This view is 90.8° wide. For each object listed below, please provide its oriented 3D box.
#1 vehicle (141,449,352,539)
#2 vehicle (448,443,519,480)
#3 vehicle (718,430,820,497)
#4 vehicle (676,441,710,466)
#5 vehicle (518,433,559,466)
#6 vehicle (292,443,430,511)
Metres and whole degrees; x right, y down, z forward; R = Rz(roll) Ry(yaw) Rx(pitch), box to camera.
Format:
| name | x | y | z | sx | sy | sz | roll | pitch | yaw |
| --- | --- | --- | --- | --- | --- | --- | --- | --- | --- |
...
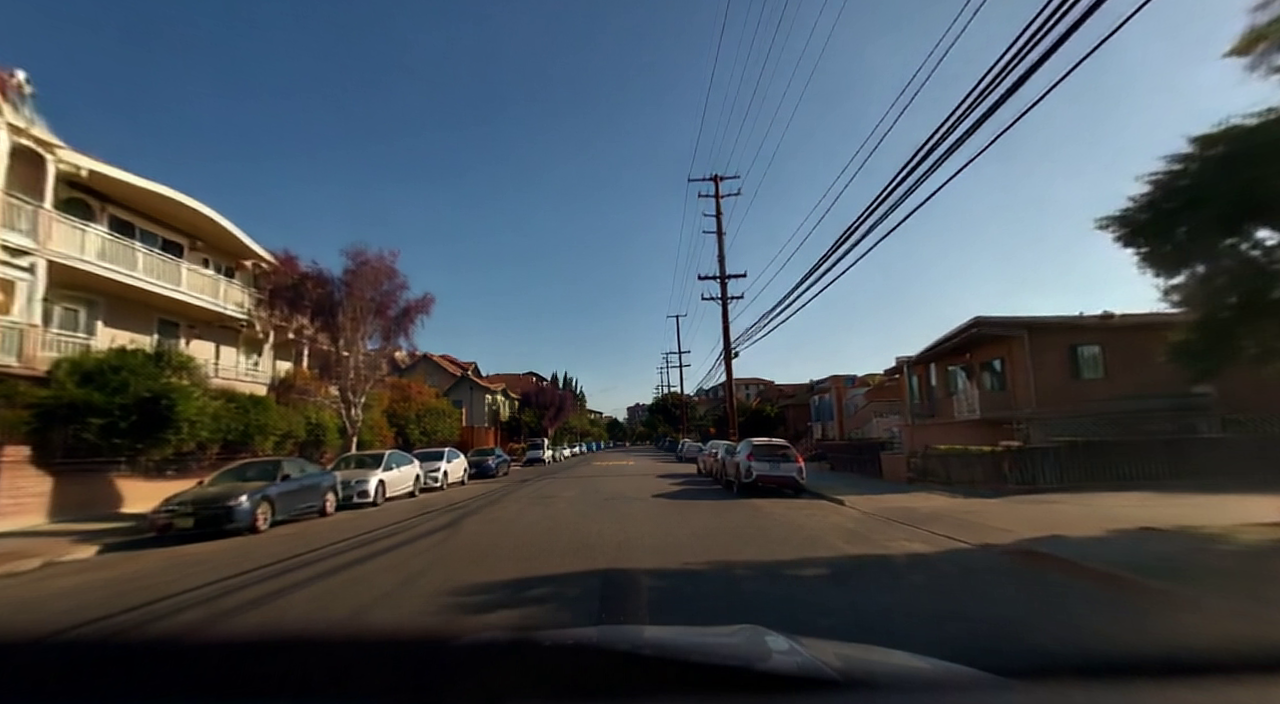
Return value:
| name | x | y | z | sx | sy | sz | roll | pitch | yaw |
| --- | --- | --- | --- | --- | --- | --- | --- | --- | --- |
| vehicle | -7.636 | 2.726 | 12.832 | 1.873 | 1.437 | 4.068 | -1 | -8 | -4 |
| vehicle | -7.456 | 5.226 | 30.608 | 2.145 | 1.488 | 4.646 | -2 | -8 | 1 |
| vehicle | 3.609 | 3.215 | 18.591 | 2.095 | 1.694 | 4.592 | -1 | -8 | 1 |
| vehicle | 3.655 | 7.059 | 44.226 | 1.925 | 1.634 | 4.419 | 0 | -8 | 0 |
| vehicle | -7.725 | 7.500 | 48.774 | 2.351 | 2.251 | 5.856 | -2 | -8 | -2 |
| vehicle | -7.777 | 3.541 | 18.222 | 1.917 | 1.618 | 4.825 | -1 | -10 | -2 |
